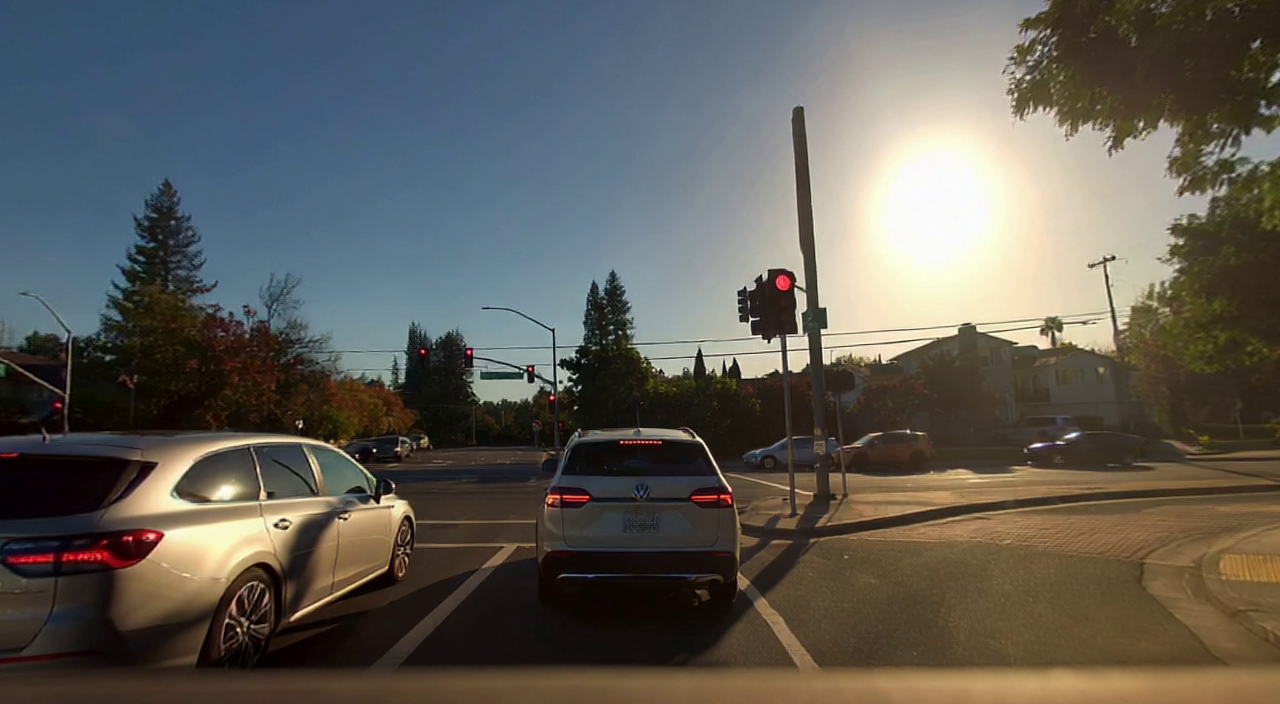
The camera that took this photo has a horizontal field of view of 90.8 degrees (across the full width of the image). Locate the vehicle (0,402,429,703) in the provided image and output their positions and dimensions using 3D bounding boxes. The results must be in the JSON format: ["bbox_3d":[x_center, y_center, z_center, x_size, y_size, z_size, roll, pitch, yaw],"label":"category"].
[{"bbox_3d":[-3.305,1.272,4.707,2.035,1.492,4.415,0,-9,-2],"label":"vehicle"}]

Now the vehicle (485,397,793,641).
[{"bbox_3d":[-0.154,1.470,6.563,2.154,1.670,4.140,1,-9,-5],"label":"vehicle"}]

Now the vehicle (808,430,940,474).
[{"bbox_3d":[9.896,4.281,27.106,4.887,1.769,2.035,-1,-9,6],"label":"vehicle"}]

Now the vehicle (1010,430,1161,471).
[{"bbox_3d":[18.317,4.064,26.191,4.670,1.616,1.926,-1,-9,6],"label":"vehicle"}]
